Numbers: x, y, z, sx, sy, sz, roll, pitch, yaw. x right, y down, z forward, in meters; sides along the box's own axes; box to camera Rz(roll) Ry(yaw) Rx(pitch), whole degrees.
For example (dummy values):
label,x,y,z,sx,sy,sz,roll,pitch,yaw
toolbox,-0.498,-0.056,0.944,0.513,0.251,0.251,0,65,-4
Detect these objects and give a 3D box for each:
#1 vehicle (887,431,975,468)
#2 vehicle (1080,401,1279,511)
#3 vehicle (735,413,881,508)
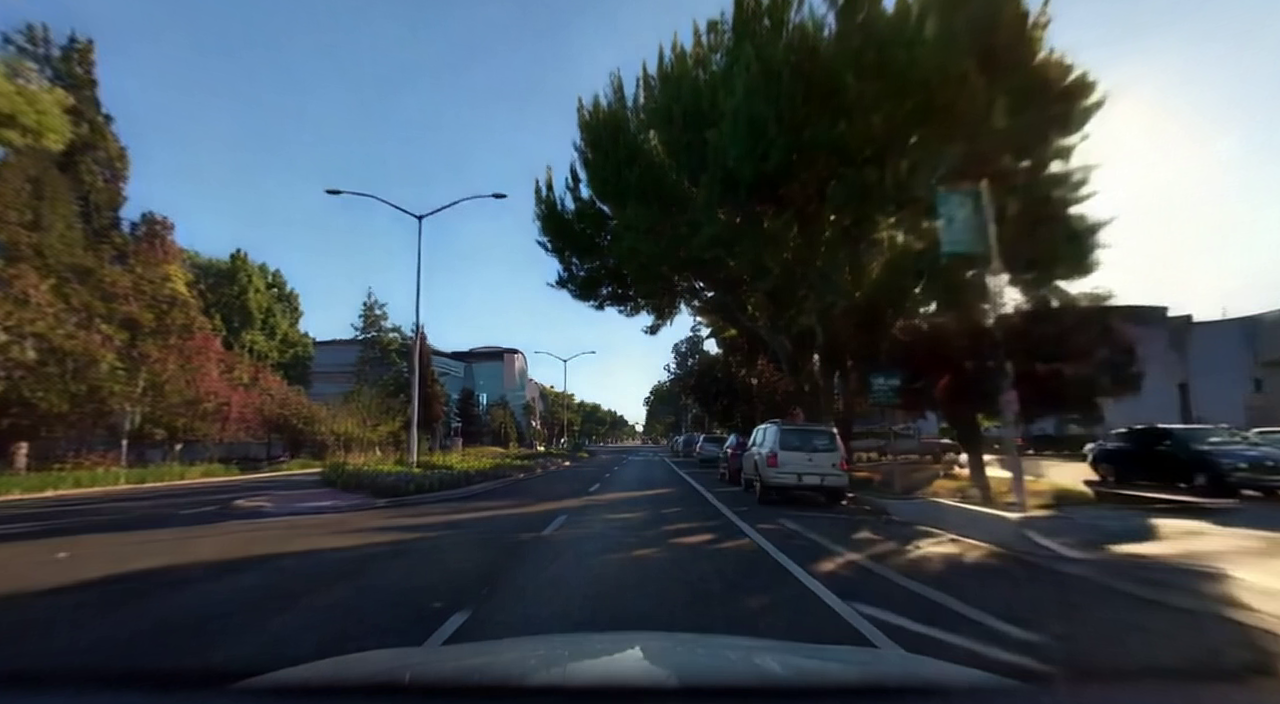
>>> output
label,x,y,z,sx,sy,sz,roll,pitch,yaw
vehicle,14.540,4.920,31.904,2.227,1.720,4.959,0,-8,2
vehicle,11.539,2.019,12.623,2.220,1.798,4.427,0,-8,0
vehicle,3.632,2.437,14.566,2.144,1.848,4.159,0,-8,-1
